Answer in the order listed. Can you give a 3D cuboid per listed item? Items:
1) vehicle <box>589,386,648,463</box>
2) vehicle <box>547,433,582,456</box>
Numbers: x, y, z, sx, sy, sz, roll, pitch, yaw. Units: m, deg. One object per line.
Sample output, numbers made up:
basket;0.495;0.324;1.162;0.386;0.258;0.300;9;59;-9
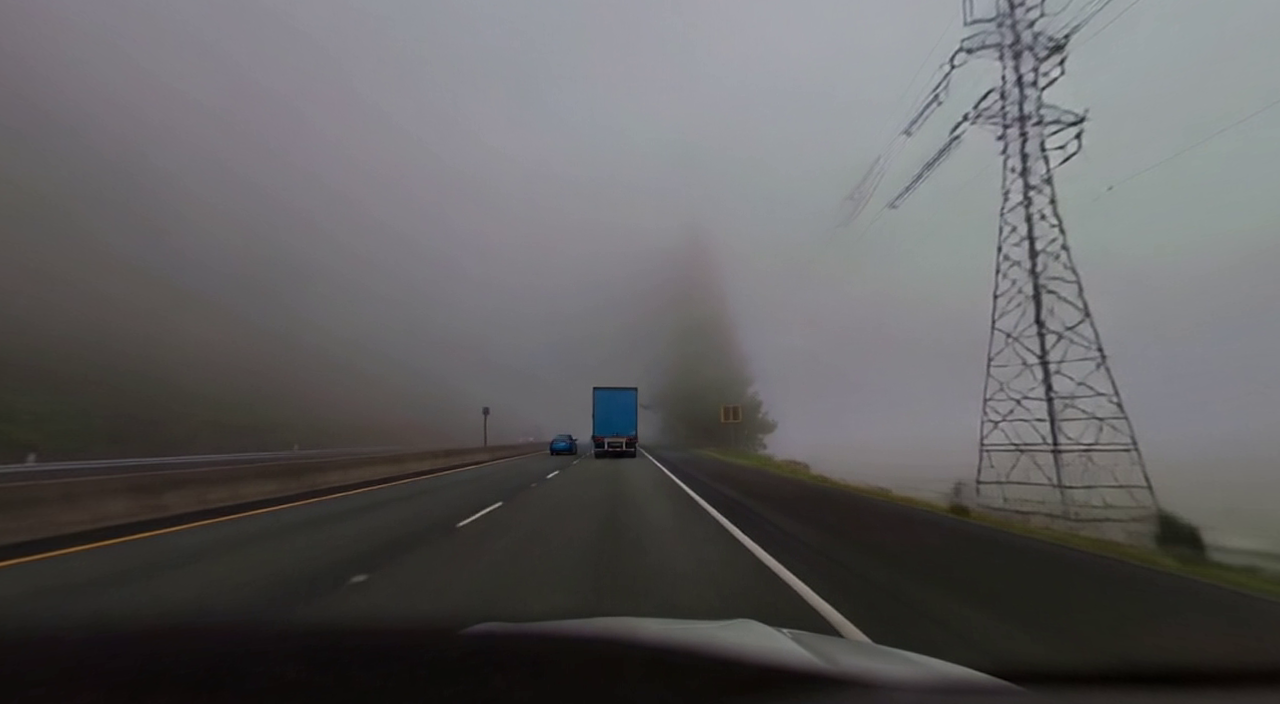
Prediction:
vehicle;-1.230;4.303;36.692;2.955;3.851;9.915;0;-8;-2
vehicle;-5.507;6.801;46.396;2.117;1.618;4.480;0;-8;-1
